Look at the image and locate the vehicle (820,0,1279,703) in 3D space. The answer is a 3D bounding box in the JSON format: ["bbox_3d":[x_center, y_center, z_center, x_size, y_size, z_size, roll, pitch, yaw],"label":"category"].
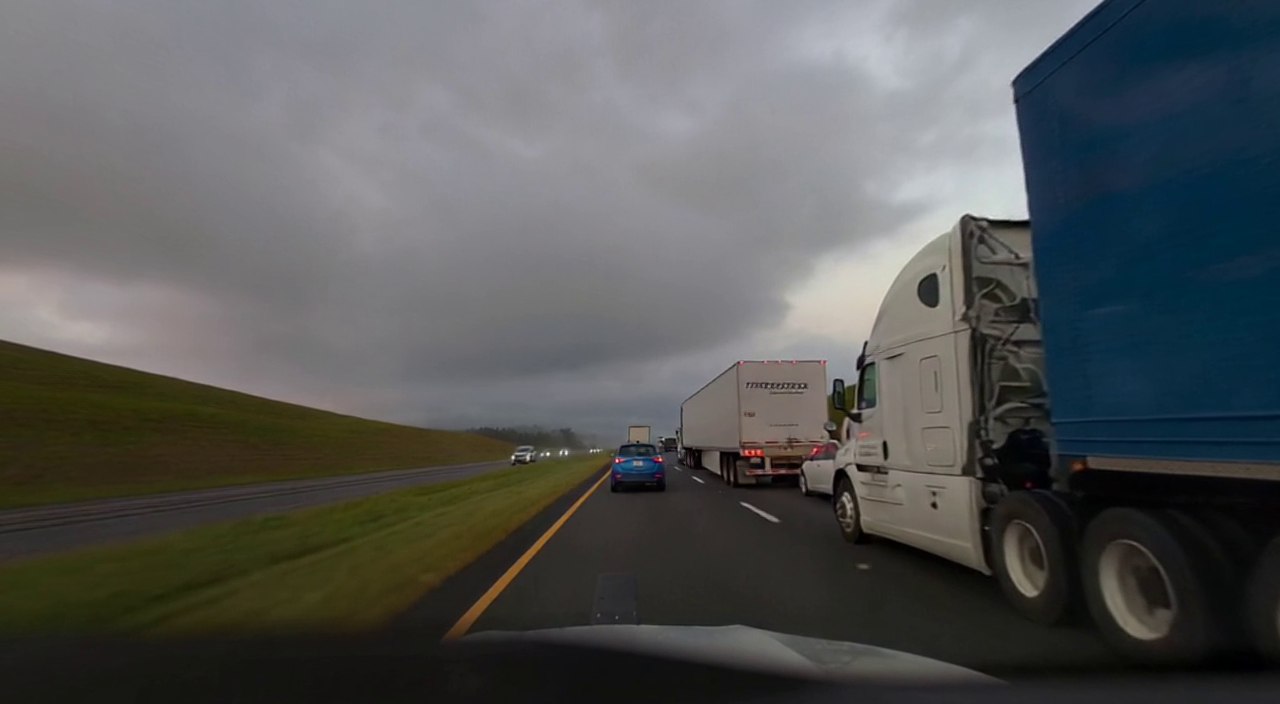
[{"bbox_3d":[4.229,0.143,5.442,3.150,4.051,6.527,0,-8,-2],"label":"vehicle"}]

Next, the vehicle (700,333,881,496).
[{"bbox_3d":[4.358,2.282,21.317,3.235,4.197,9.908,0,-8,-2],"label":"vehicle"}]

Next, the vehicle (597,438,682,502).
[{"bbox_3d":[-0.049,3.099,17.017,2.045,1.507,3.763,0,-8,-1],"label":"vehicle"}]
